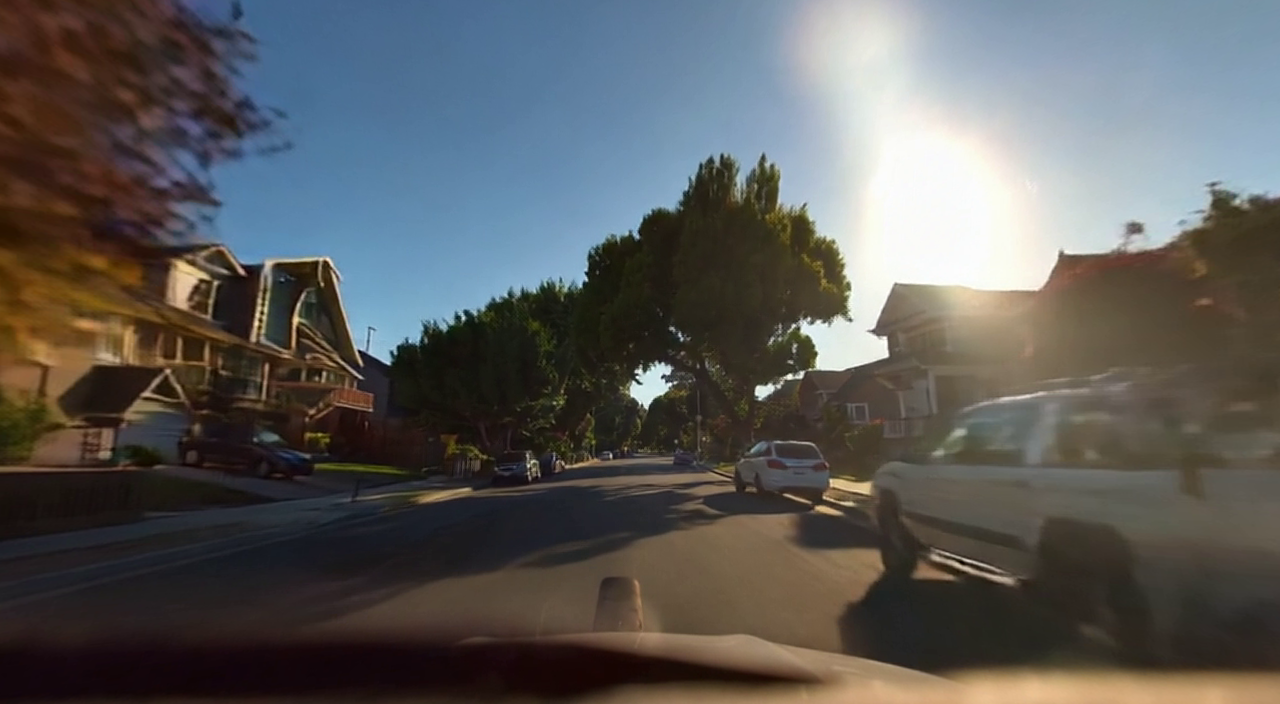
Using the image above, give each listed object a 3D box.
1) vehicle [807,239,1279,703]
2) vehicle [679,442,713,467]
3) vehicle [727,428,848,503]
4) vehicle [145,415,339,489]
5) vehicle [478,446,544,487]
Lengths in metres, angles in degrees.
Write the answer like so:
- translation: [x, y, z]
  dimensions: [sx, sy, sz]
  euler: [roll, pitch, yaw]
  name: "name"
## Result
- translation: [3.835, 1.109, 5.132]
  dimensions: [2.952, 2.216, 7.033]
  euler: [0, -8, 0]
  name: "vehicle"
- translation: [4.205, 7.759, 47.789]
  dimensions: [2.136, 1.794, 4.598]
  euler: [0, -9, 0]
  name: "vehicle"
- translation: [4.135, 3.314, 18.893]
  dimensions: [2.311, 1.859, 5.880]
  euler: [0, -9, 1]
  name: "vehicle"
- translation: [-13.041, 3.273, 20.837]
  dimensions: [4.837, 1.897, 2.228]
  euler: [4, -8, 5]
  name: "vehicle"
- translation: [-5.822, 5.206, 29.031]
  dimensions: [2.027, 1.544, 4.959]
  euler: [-1, -7, 0]
  name: "vehicle"
